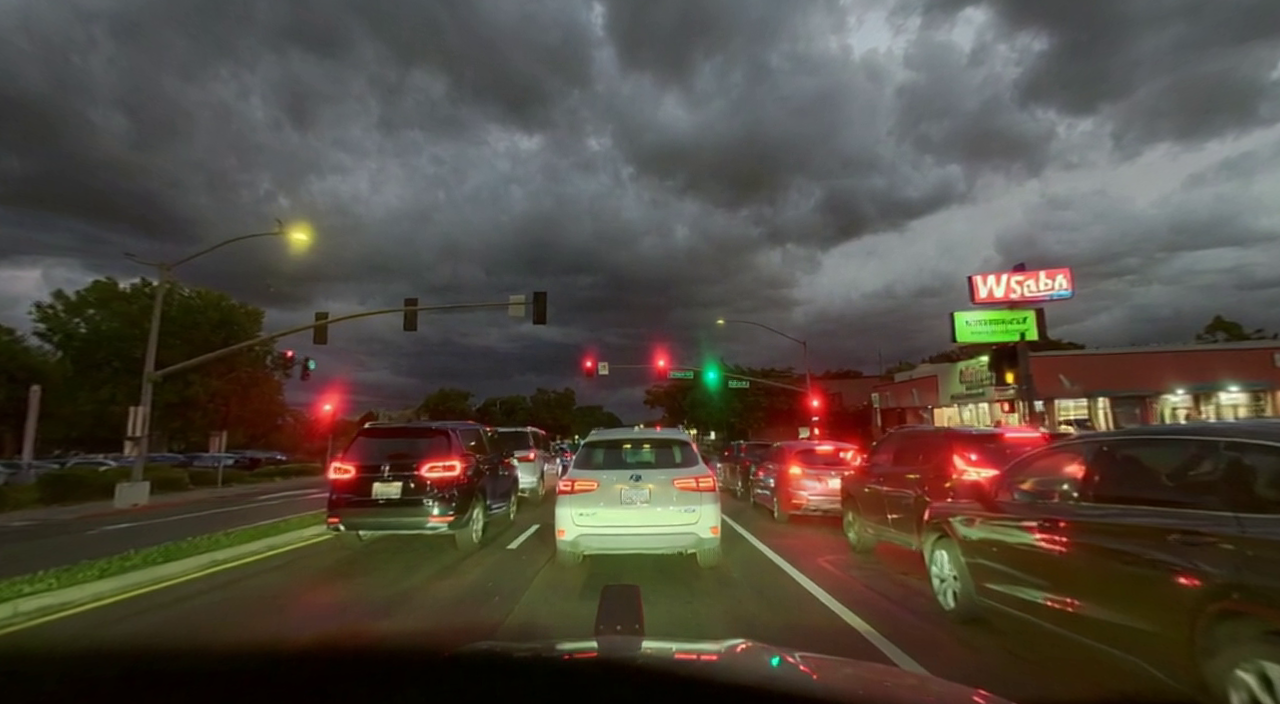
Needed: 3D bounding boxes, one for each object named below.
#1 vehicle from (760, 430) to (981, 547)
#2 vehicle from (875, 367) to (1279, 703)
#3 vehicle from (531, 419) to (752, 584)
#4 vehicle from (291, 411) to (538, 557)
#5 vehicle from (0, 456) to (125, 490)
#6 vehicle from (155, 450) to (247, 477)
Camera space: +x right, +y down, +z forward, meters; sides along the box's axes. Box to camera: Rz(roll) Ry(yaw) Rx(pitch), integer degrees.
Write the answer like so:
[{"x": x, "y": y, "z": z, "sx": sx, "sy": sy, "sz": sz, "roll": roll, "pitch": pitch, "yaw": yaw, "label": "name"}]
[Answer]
[{"x": 3.295, "y": 2.026, "z": 10.062, "sx": 1.879, "sy": 1.442, "sz": 4.170, "roll": 0, "pitch": -9, "yaw": -1, "label": "vehicle"}, {"x": 2.966, "y": 0.982, "z": 3.154, "sx": 1.922, "sy": 1.508, "sz": 4.330, "roll": 0, "pitch": -9, "yaw": 0, "label": "vehicle"}, {"x": -0.008, "y": 1.689, "z": 7.869, "sx": 2.071, "sy": 1.525, "sz": 3.723, "roll": 0, "pitch": -9, "yaw": -1, "label": "vehicle"}, {"x": -3.048, "y": 1.908, "z": 9.794, "sx": 2.180, "sy": 1.708, "sz": 4.397, "roll": 0, "pitch": -9, "yaw": 0, "label": "vehicle"}, {"x": -27.259, "y": 5.673, "z": 29.840, "sx": 4.107, "sy": 1.427, "sz": 1.883, "roll": 3, "pitch": -9, "yaw": -23, "label": "vehicle"}, {"x": -27.208, "y": 6.918, "z": 39.348, "sx": 4.362, "sy": 1.518, "sz": 1.894, "roll": 4, "pitch": -10, "yaw": -26, "label": "vehicle"}]
